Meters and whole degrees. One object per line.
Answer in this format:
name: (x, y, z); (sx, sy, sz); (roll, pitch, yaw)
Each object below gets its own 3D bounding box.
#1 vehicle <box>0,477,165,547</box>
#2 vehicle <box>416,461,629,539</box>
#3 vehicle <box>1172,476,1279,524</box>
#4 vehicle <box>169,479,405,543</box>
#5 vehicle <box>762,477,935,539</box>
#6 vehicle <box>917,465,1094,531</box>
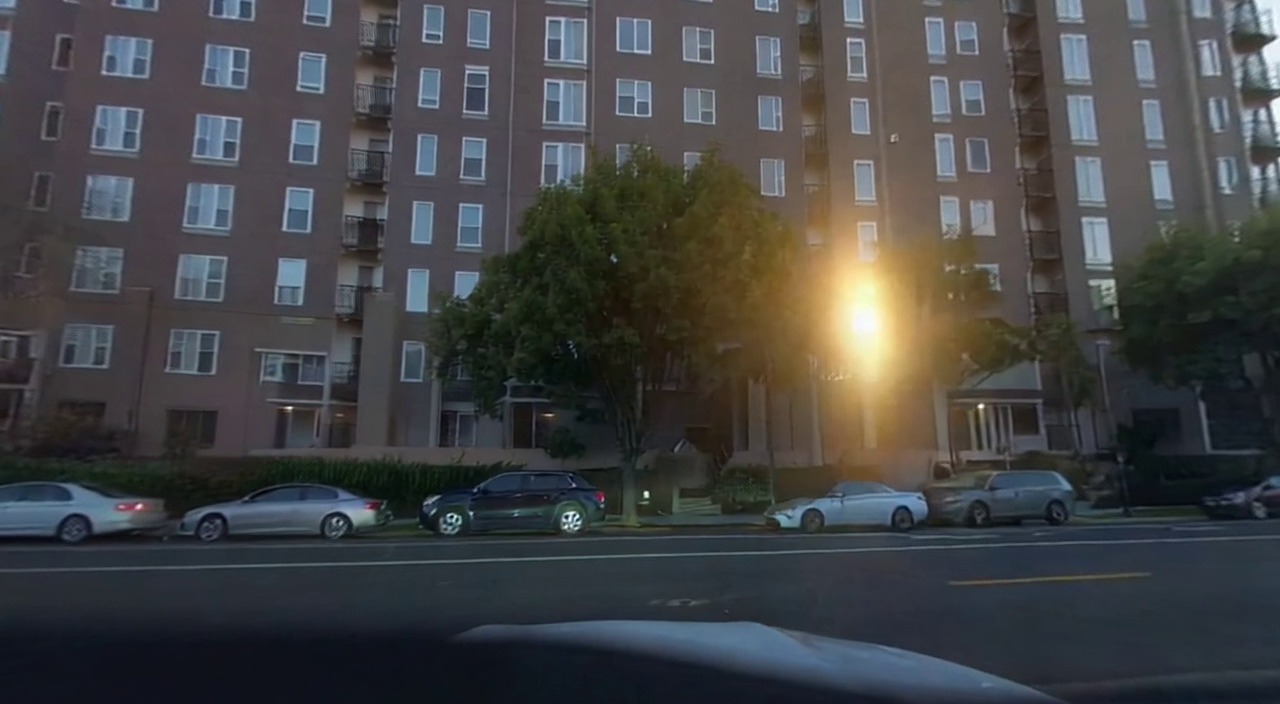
vehicle: (-14.367, 3.773, 15.097); (4.336, 1.438, 1.776); (2, -9, -12)
vehicle: (-3.130, 3.958, 17.160); (5.299, 1.860, 2.098); (2, -13, -14)
vehicle: (21.082, 4.966, 21.318); (4.728, 1.494, 1.898); (1, -13, -8)
vehicle: (-8.758, 4.027, 16.150); (4.851, 1.339, 1.785); (1, -14, -11)
vehicle: (6.127, 4.559, 18.762); (4.521, 1.411, 1.726); (-1, -10, -13)
vehicle: (11.543, 4.573, 20.102); (4.544, 1.780, 1.966); (1, -9, -10)
